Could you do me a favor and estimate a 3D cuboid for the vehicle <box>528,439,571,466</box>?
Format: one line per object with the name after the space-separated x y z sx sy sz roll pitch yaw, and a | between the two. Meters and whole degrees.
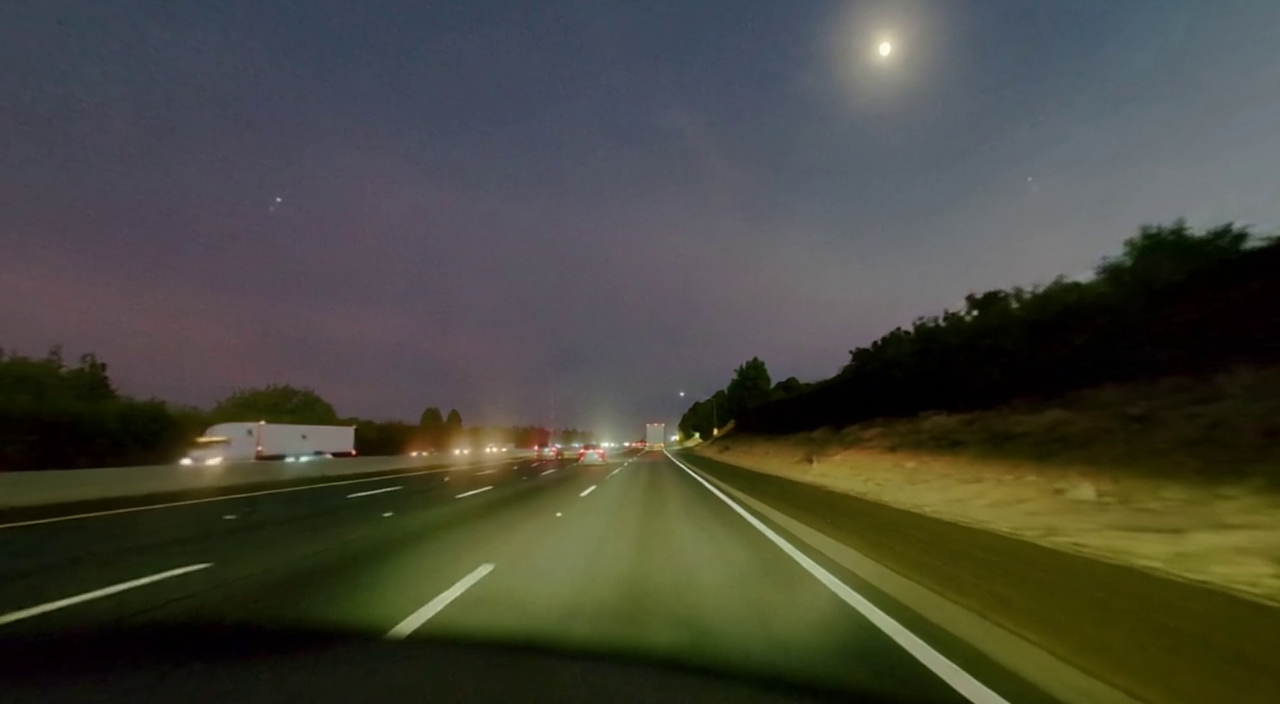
-5.983 6.693 42.097 2.062 1.691 4.278 0 -8 2 | vehicle

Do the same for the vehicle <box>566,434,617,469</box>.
-2.618 5.497 35.076 2.283 1.802 4.810 0 -8 2 | vehicle
